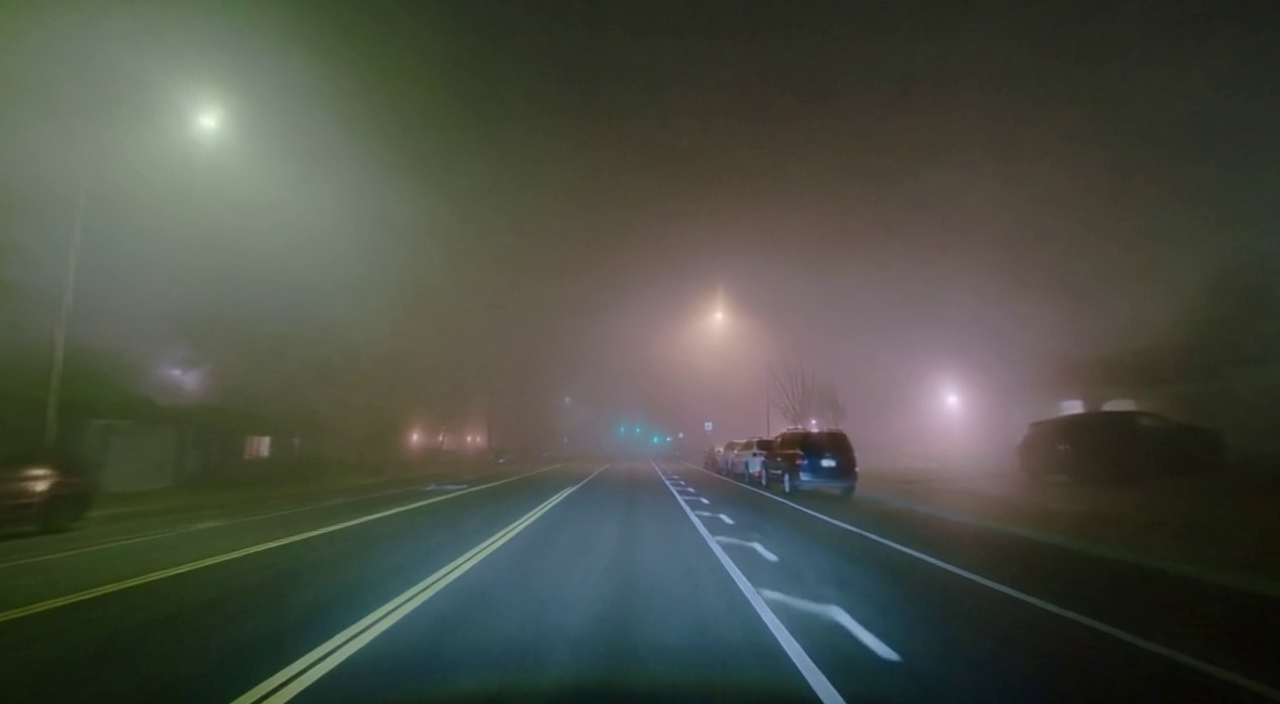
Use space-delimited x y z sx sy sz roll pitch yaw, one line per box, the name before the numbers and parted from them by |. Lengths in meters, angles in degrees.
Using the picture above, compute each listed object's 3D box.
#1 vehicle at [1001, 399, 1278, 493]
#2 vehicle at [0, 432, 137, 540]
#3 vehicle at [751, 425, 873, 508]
vehicle | 12.807 2.411 16.508 5.296 2.003 2.200 -3 -7 -1
vehicle | -12.578 2.547 11.894 2.075 1.917 4.984 -2 -10 0
vehicle | 4.421 3.019 17.284 2.074 1.838 5.402 1 -8 3
